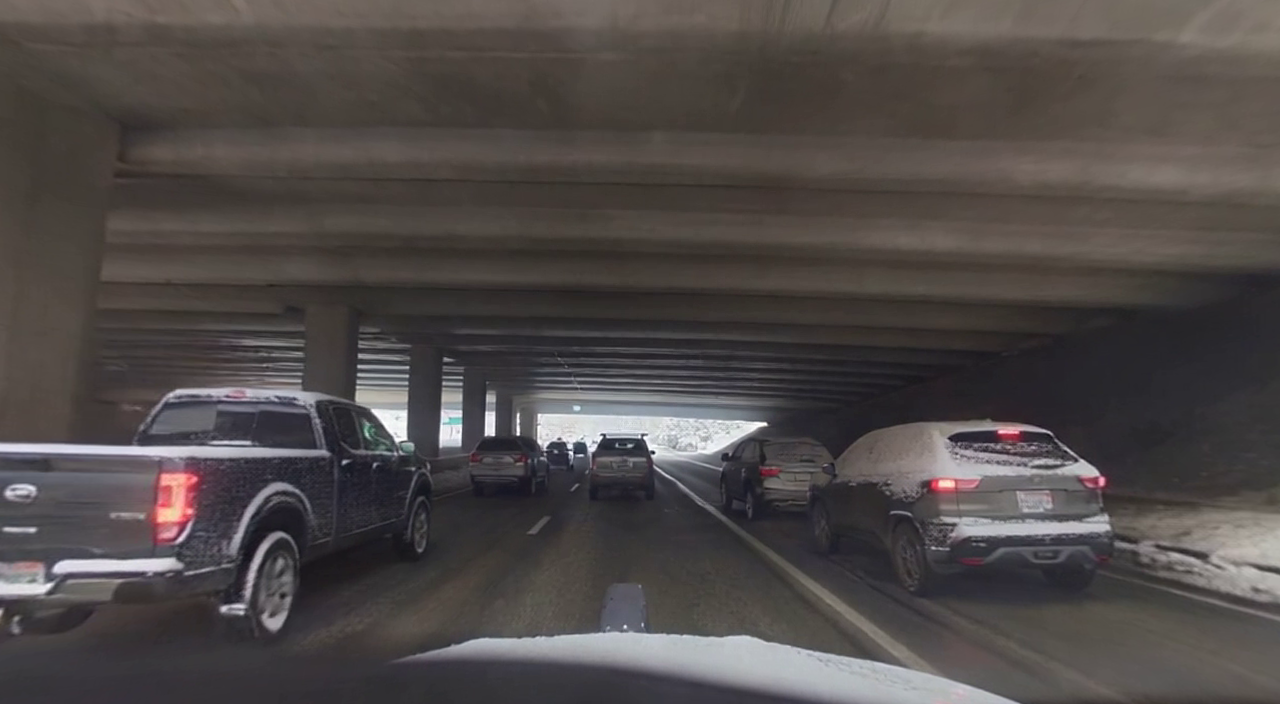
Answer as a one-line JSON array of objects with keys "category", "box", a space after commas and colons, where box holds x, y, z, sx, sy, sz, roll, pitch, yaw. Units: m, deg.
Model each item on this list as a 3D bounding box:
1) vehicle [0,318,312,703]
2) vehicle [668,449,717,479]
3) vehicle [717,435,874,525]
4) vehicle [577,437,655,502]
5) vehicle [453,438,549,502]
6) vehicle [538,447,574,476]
[{"category": "vehicle", "box": [-3.608, 0.789, 2.581, 2.074, 1.814, 4.596, 0, -8, -1]}, {"category": "vehicle", "box": [2.742, 5.977, 33.790, 2.026, 1.457, 3.969, 1, -9, -4]}, {"category": "vehicle", "box": [3.336, 2.876, 14.916, 2.234, 1.720, 5.378, 0, -8, -1]}, {"category": "vehicle", "box": [-0.718, 3.488, 19.072, 2.097, 1.748, 3.794, 0, -9, -2]}, {"category": "vehicle", "box": [-4.066, 3.497, 19.143, 2.127, 1.720, 4.064, 0, -8, -2]}, {"category": "vehicle", "box": [-4.982, 6.525, 37.823, 1.829, 1.614, 3.611, 0, -9, -3]}]
